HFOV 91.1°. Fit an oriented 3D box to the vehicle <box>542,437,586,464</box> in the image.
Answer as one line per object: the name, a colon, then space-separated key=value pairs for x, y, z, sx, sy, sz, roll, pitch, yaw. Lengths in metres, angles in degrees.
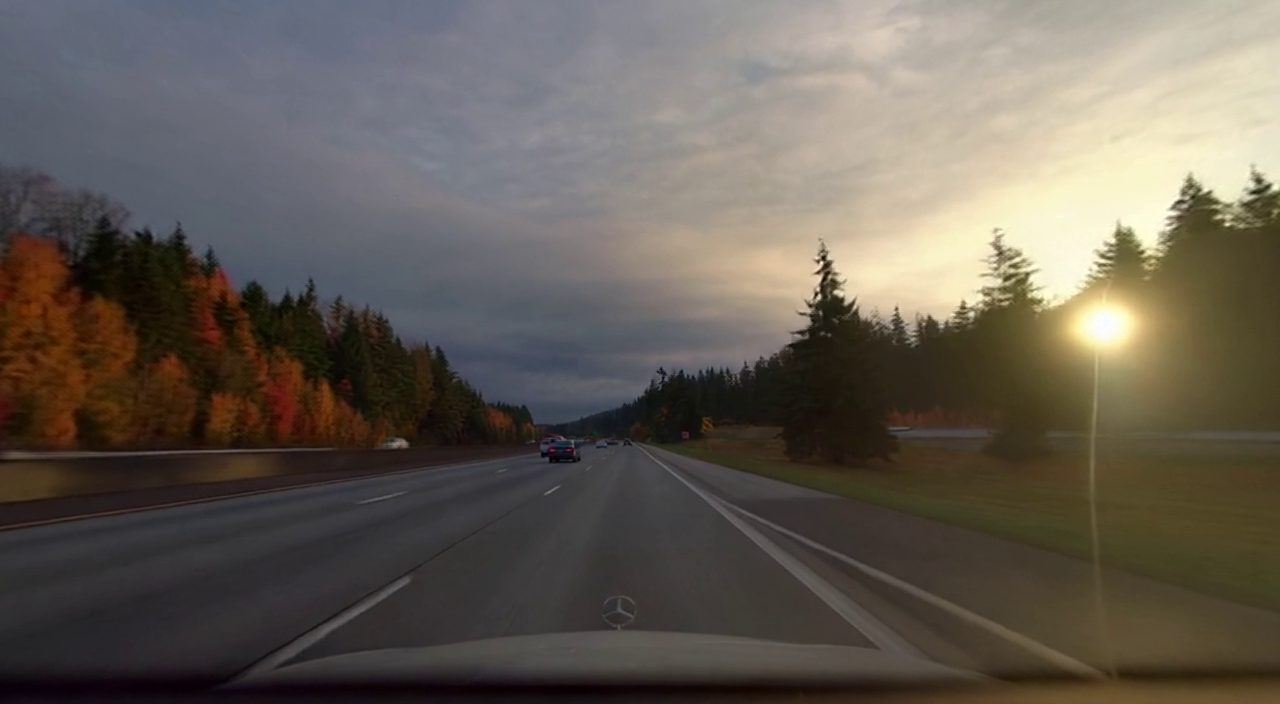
vehicle: x=-4.442 y=5.839 z=37.383 sx=2.004 sy=1.497 sz=4.260 roll=0 pitch=-8 yaw=1
